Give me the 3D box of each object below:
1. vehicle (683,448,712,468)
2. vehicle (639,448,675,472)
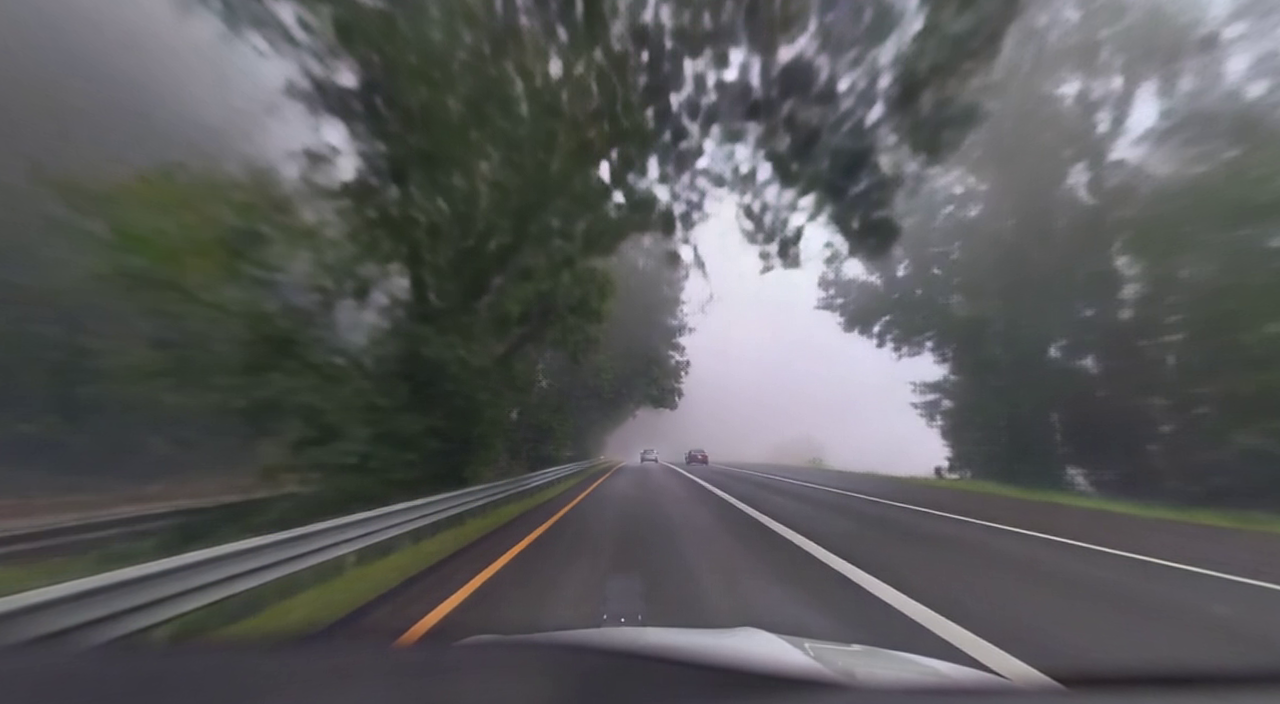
[{"bbox_3d":[4.437,8.264,49.100,1.846,1.485,3.679,0,-9,-1],"label":"vehicle"},{"bbox_3d":[1.076,7.010,41.026,2.162,1.492,3.975,0,-9,-1],"label":"vehicle"}]
